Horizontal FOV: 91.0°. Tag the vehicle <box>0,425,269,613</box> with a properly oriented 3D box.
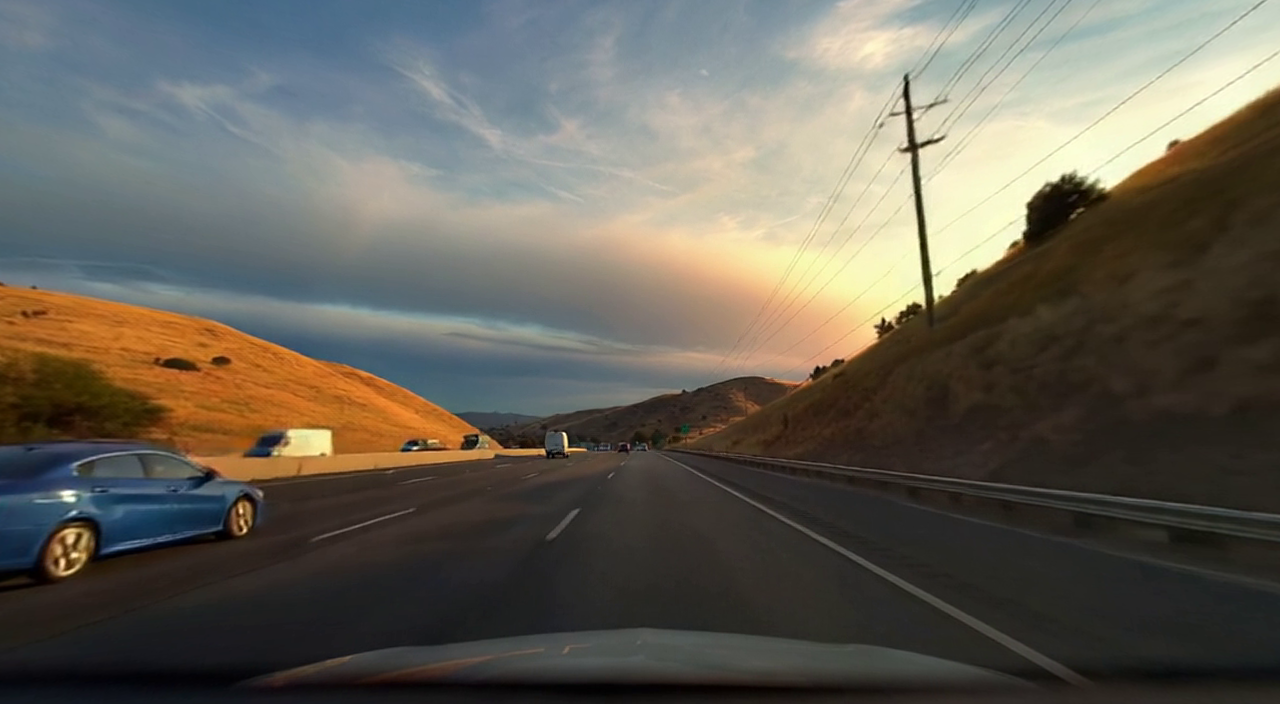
[{"bbox_3d":[-6.008,1.481,6.092,1.955,1.469,4.554,0,-8,1],"label":"vehicle"}]

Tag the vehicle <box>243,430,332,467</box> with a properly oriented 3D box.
[{"bbox_3d":[-20.706,5.720,37.287,2.268,2.017,4.996,0,-9,1],"label":"vehicle"}]
